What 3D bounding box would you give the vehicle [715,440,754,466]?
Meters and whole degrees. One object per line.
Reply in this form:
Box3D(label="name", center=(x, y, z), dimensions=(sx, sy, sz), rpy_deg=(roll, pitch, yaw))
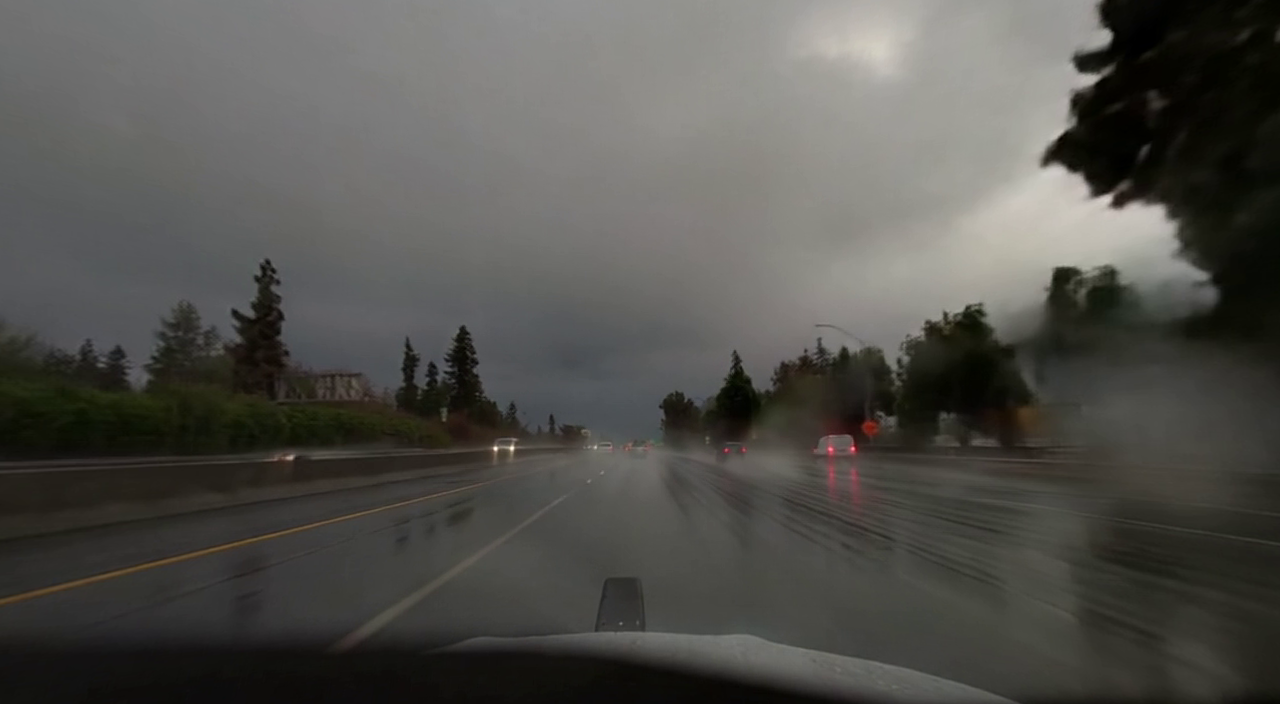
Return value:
Box3D(label="vehicle", center=(6.558, 7.079, 44.254), dimensions=(2.081, 1.705, 3.926), rpy_deg=(0, -9, -1))
